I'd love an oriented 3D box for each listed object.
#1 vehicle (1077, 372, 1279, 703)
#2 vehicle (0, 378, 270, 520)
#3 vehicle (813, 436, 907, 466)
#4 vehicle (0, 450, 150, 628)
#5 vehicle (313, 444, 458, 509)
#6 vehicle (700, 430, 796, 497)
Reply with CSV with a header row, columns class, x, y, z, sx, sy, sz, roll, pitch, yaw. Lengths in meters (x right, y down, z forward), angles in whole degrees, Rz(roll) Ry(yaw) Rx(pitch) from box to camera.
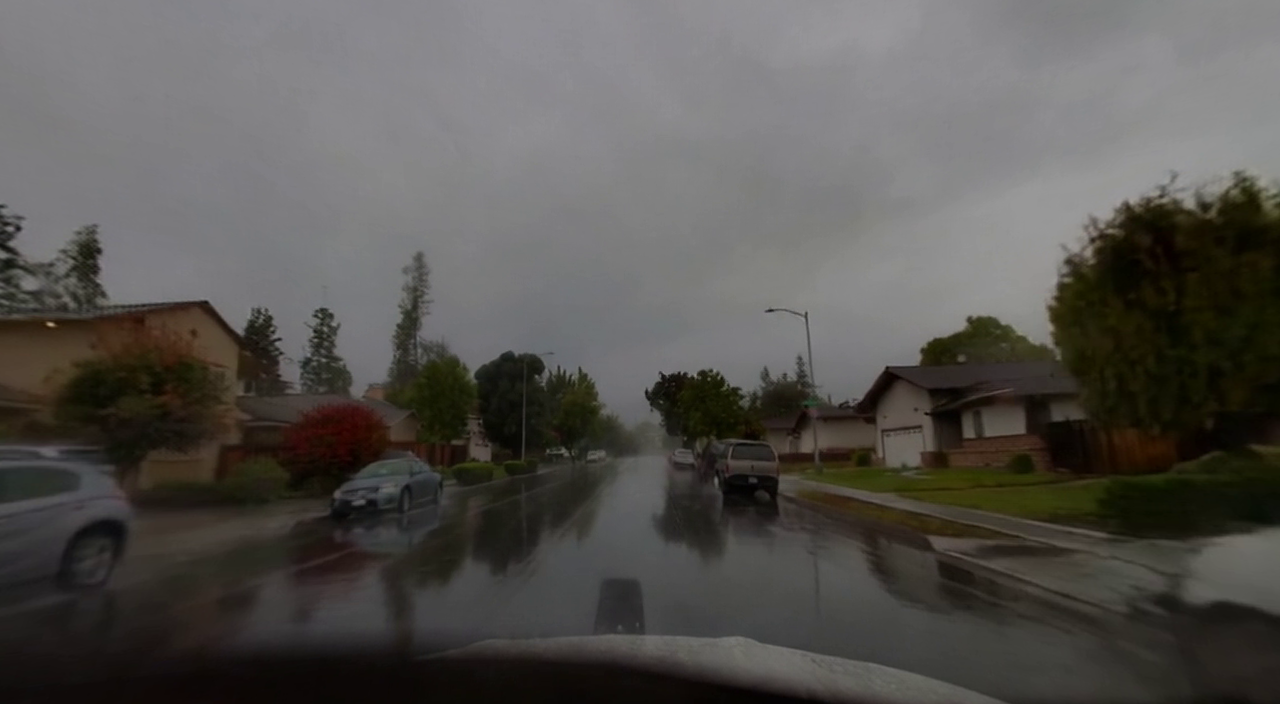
class,x,y,z,sx,sy,sz,roll,pitch,yaw
vehicle,3.174,0.668,0.734,2.050,1.598,4.590,0,-8,1
vehicle,-13.921,2.475,16.506,6.585,3.247,3.011,-2,-6,2
vehicle,11.416,5.169,32.946,4.111,1.459,2.214,-1,-8,4
vehicle,-6.896,1.579,4.976,1.905,1.602,4.974,-2,-12,2
vehicle,-6.825,3.564,17.510,2.071,1.481,4.425,-2,-14,1
vehicle,3.279,3.508,20.232,2.262,1.870,4.948,0,-8,1
